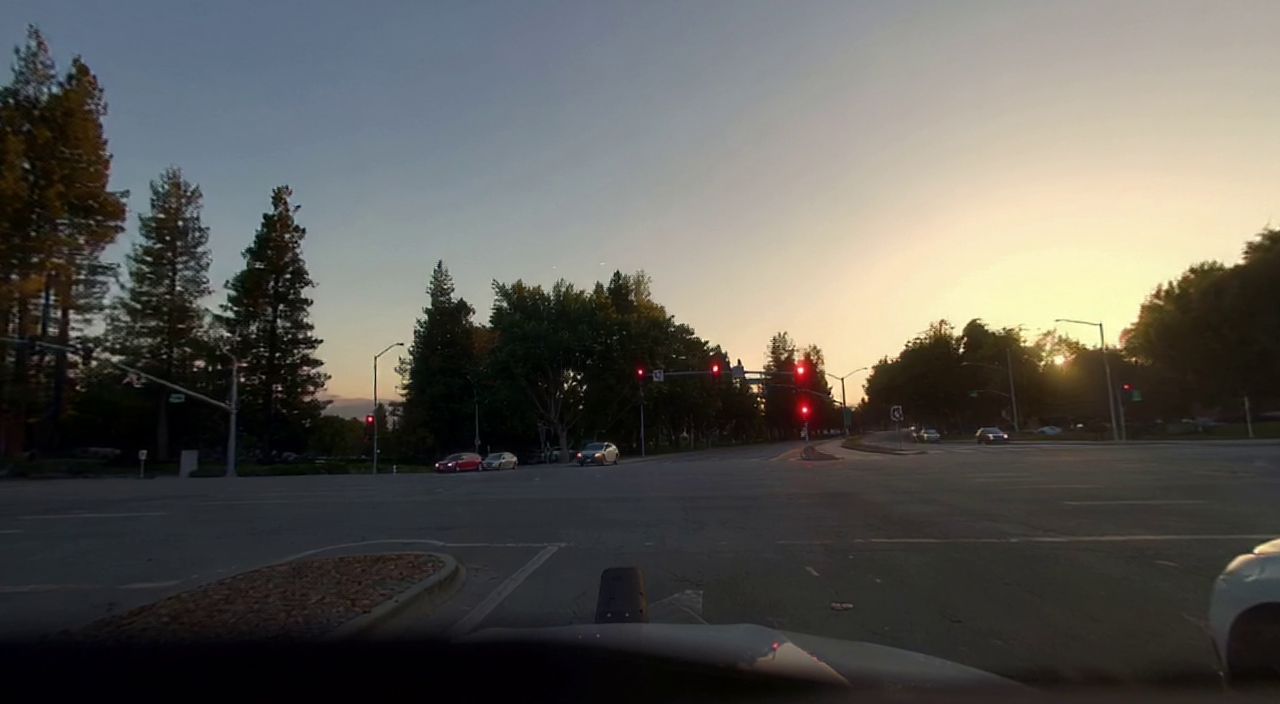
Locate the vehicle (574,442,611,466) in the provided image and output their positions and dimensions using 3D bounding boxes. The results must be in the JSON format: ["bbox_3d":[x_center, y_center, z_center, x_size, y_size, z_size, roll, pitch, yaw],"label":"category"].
[{"bbox_3d":[-3.515,7.723,47.734,2.215,1.732,4.684,-1,-9,3],"label":"vehicle"}]

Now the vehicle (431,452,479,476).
[{"bbox_3d":[-13.417,8.114,45.987,2.101,1.637,4.304,0,-9,1],"label":"vehicle"}]

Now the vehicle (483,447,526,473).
[{"bbox_3d":[-9.805,7.836,45.941,2.064,1.725,4.243,0,-9,1],"label":"vehicle"}]

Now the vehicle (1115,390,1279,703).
[{"bbox_3d":[3.057,0.618,0.434,1.978,1.468,4.544,0,-9,1],"label":"vehicle"}]

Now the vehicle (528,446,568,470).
[{"bbox_3d":[-6.572,7.604,45.495,2.126,1.657,4.307,0,-9,2],"label":"vehicle"}]
